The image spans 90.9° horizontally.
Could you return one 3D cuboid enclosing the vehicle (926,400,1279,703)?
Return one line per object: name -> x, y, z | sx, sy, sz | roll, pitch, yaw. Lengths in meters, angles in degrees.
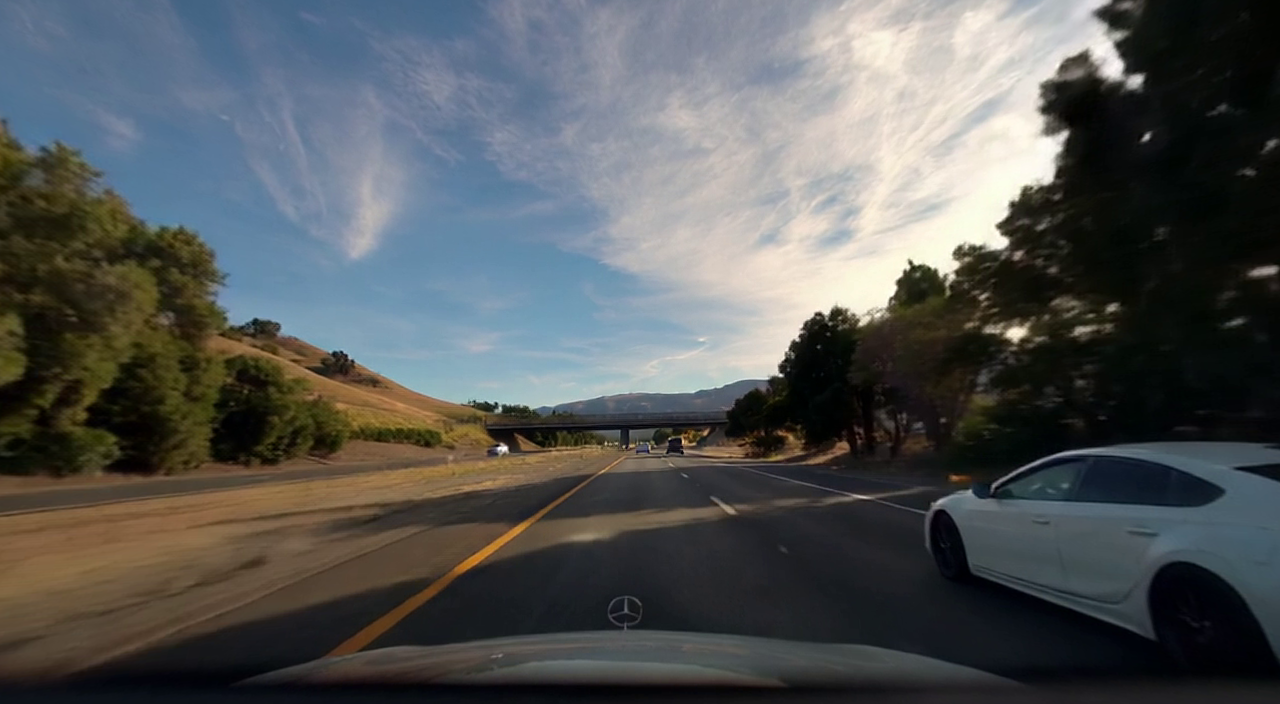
vehicle -> 4.019, 1.137, 4.123 | 2.027, 1.487, 4.718 | 0, -8, -1
